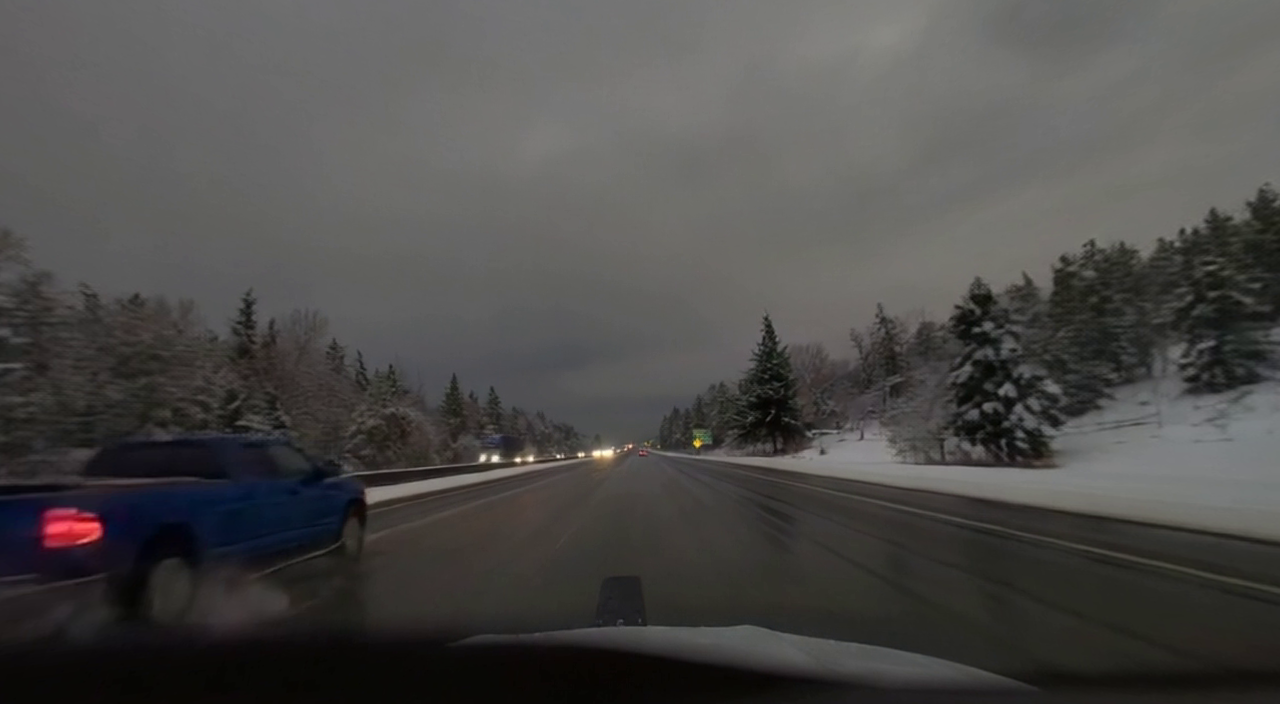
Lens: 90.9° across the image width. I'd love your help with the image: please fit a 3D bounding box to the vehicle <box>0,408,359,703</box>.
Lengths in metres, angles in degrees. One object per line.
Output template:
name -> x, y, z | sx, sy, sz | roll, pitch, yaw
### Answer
vehicle -> -4.178, 1.219, 4.157 | 2.128, 1.521, 5.409 | 0, -9, 0
